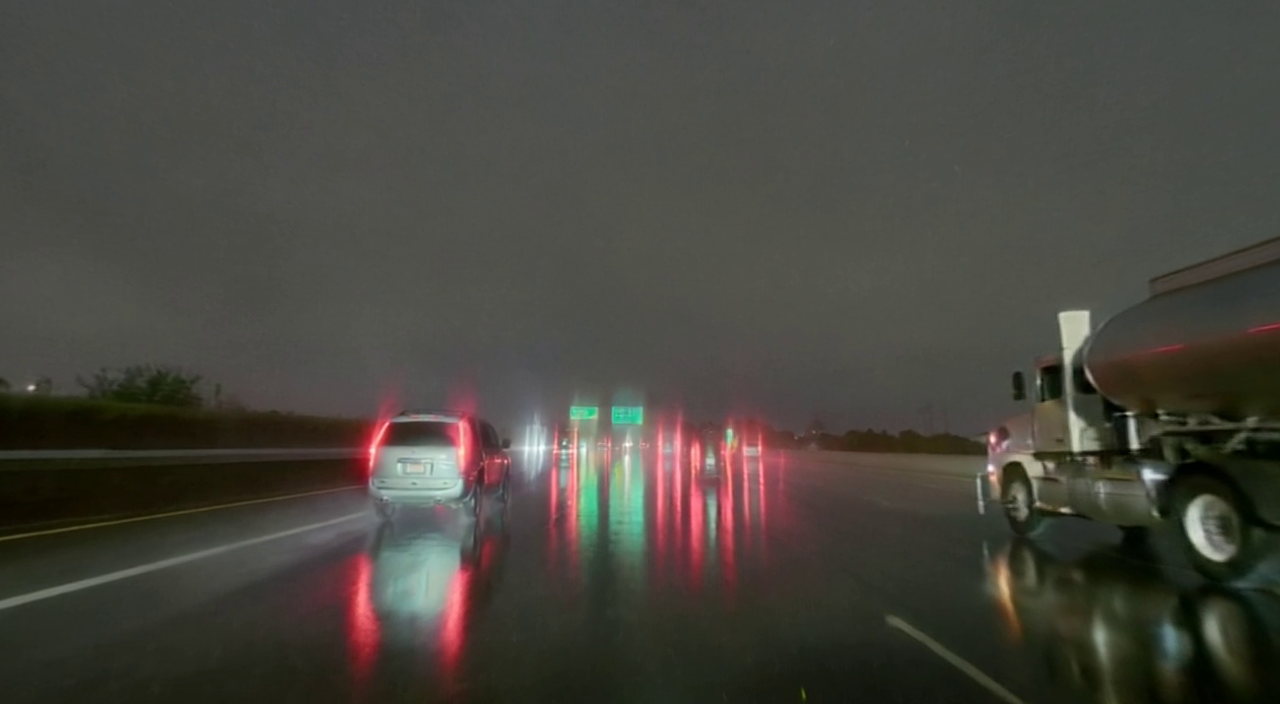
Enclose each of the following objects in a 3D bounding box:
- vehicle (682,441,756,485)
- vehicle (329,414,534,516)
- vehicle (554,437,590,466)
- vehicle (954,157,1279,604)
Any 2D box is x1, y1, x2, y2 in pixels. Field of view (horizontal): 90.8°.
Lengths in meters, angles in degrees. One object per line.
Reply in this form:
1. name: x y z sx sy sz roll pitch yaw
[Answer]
1. vehicle: 2.915 4.191 24.234 2.053 1.510 4.400 0 -8 -3
2. vehicle: -4.259 2.477 14.381 2.684 1.839 5.803 0 -8 0
3. vehicle: -4.504 6.674 42.451 2.149 1.843 4.348 0 -8 -3
4. vehicle: 7.316 0.171 4.921 3.548 3.827 11.870 0 -8 0
